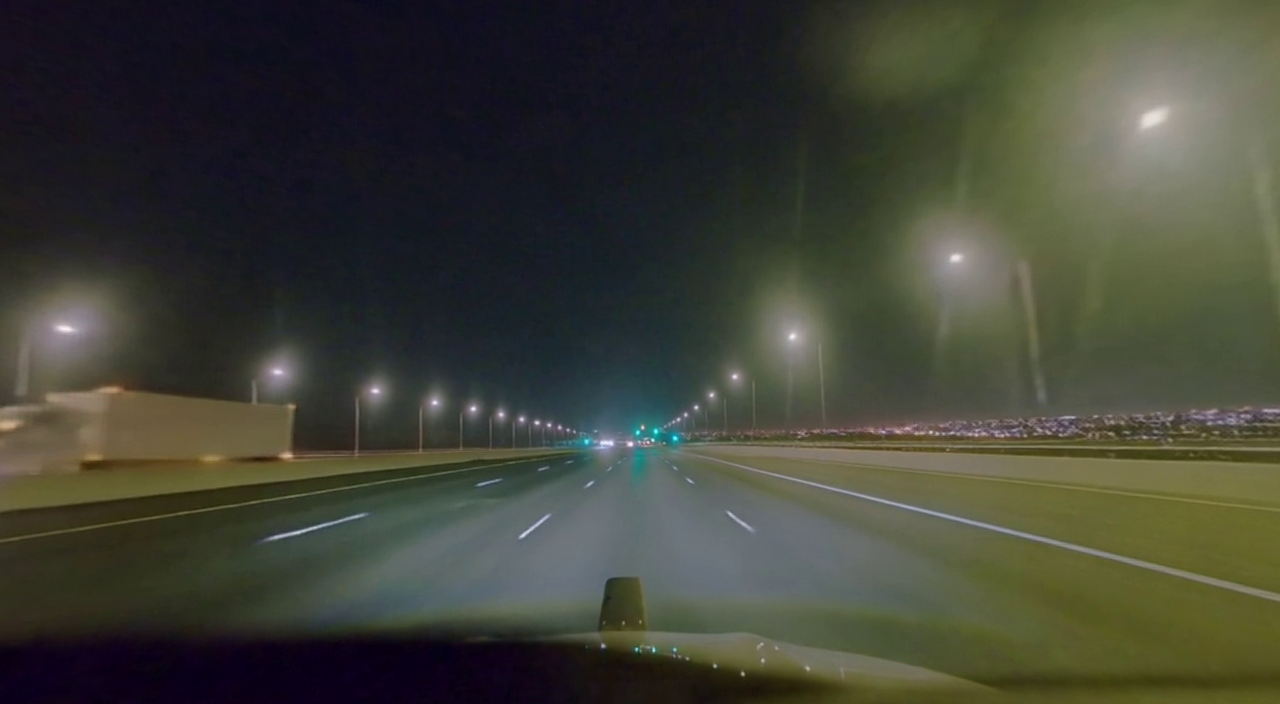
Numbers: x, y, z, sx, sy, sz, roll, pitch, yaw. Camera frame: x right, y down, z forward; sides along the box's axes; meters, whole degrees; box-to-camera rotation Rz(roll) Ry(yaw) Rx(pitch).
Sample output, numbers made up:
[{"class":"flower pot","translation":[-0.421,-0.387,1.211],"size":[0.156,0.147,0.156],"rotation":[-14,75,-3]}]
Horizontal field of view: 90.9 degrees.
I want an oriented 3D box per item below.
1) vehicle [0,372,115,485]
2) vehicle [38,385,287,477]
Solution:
[{"class":"vehicle","translation":[-23.330,2.824,22.872],"size":[3.270,3.762,5.908],"rotation":[0,-8,0]},{"class":"vehicle","translation":[-23.360,4.209,32.563],"size":[2.818,3.806,12.794],"rotation":[0,-8,0]}]
